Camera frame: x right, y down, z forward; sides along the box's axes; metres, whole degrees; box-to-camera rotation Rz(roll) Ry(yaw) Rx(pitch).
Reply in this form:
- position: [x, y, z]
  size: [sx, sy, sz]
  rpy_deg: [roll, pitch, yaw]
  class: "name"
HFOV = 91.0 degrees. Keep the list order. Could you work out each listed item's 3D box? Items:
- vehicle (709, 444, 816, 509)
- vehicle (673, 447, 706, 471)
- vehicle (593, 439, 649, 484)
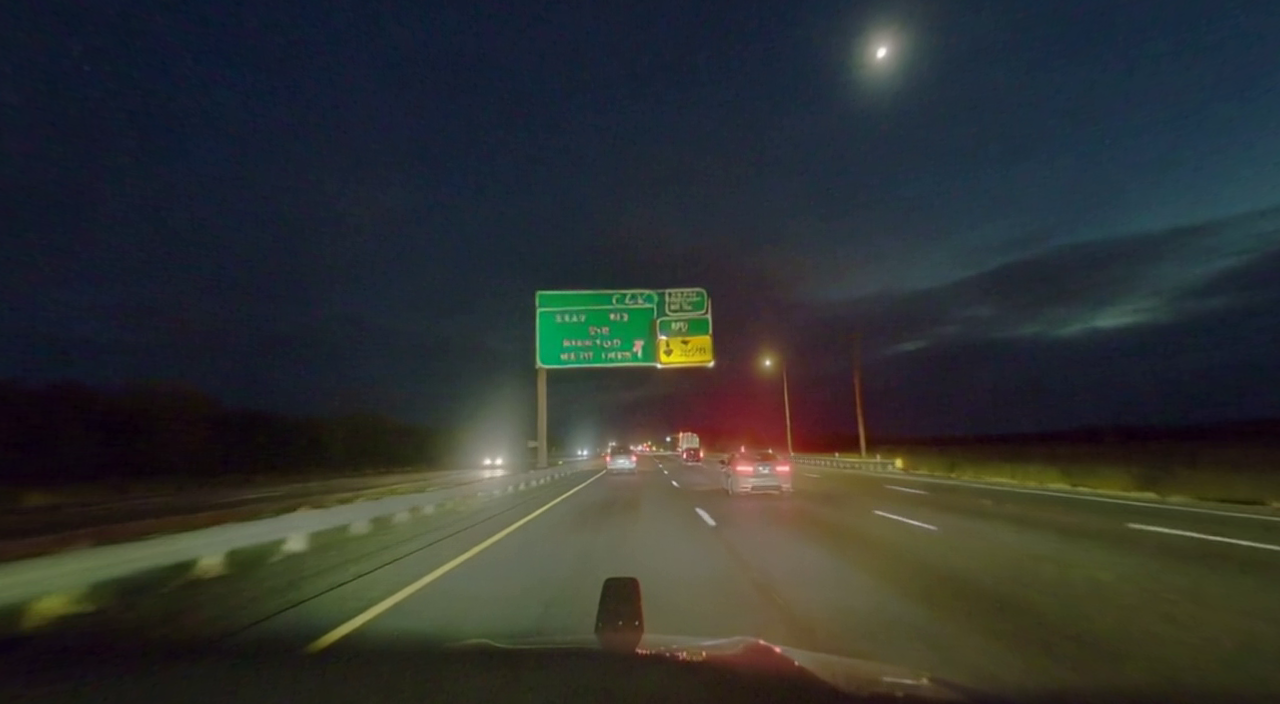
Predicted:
- position: [3.068, 3.199, 16.671]
  size: [2.004, 1.471, 4.032]
  rpy_deg: [0, -9, 0]
  class: "vehicle"
- position: [3.460, 7.565, 44.753]
  size: [2.047, 1.540, 4.294]
  rpy_deg: [0, -9, 0]
  class: "vehicle"
- position: [-0.713, 4.578, 26.558]
  size: [2.142, 1.724, 4.344]
  rpy_deg: [0, -9, 0]
  class: "vehicle"
